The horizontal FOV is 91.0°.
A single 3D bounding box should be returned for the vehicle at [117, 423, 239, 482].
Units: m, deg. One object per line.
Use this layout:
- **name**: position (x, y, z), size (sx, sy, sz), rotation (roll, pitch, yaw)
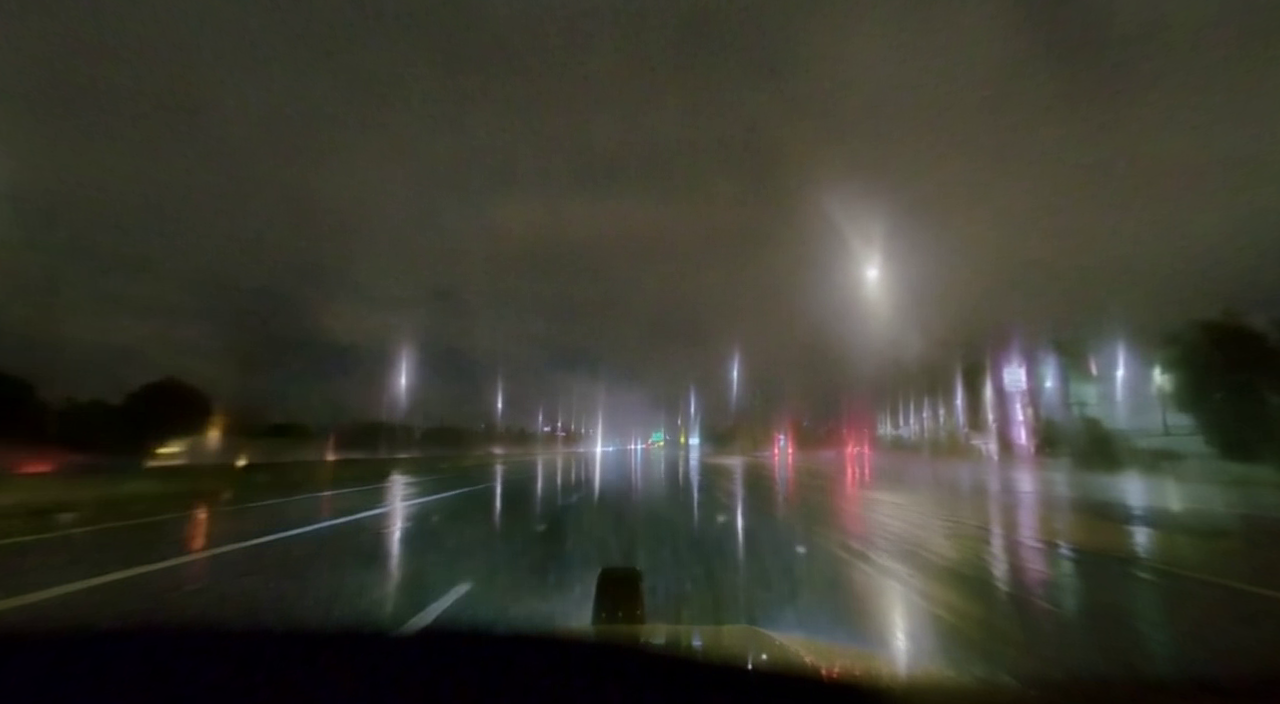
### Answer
- **vehicle**: position (-31.484, 6.888, 43.358), size (3.007, 3.704, 6.761), rotation (0, -9, 1)
